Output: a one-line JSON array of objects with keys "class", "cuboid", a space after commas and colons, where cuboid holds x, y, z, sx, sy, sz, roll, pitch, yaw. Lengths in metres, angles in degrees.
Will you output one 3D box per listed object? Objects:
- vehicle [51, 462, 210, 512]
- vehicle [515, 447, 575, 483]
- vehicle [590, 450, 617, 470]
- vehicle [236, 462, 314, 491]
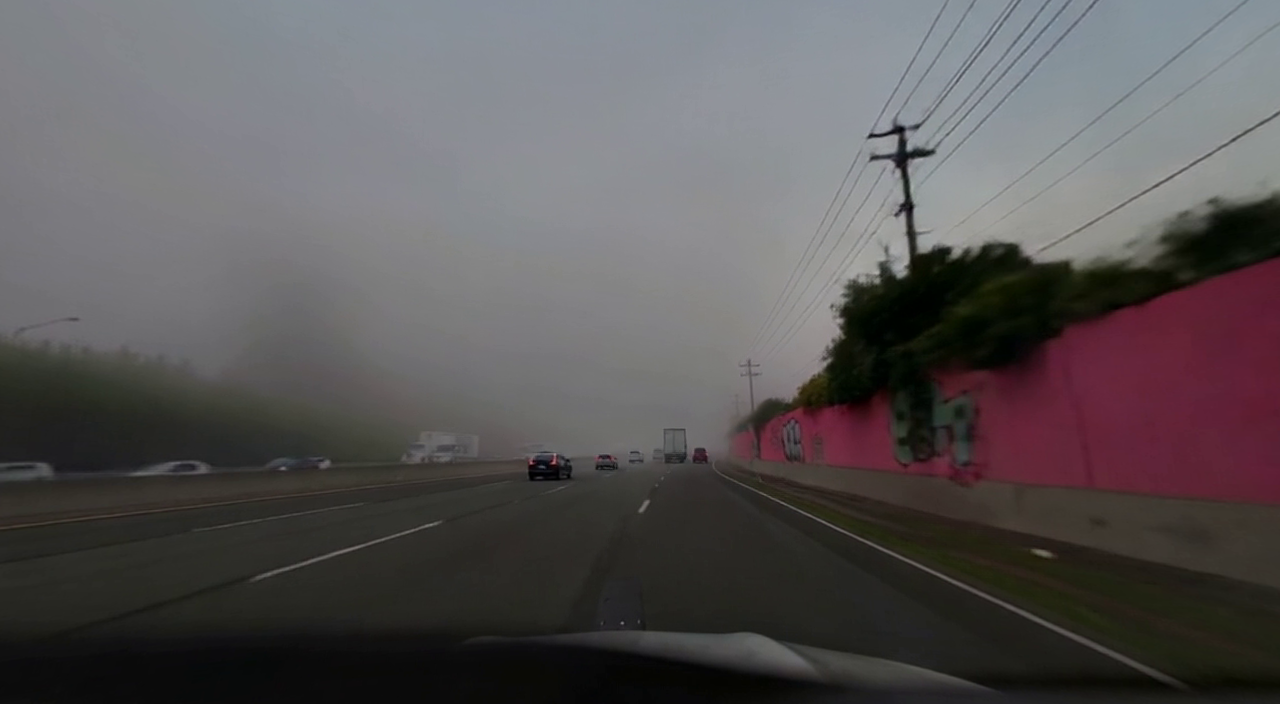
[{"class": "vehicle", "cuboid": [-17.013, 4.498, 21.348, 1.840, 1.431, 4.016, -1, -9, 3]}, {"class": "vehicle", "cuboid": [-4.343, 5.252, 29.497, 1.966, 1.565, 3.766, -1, -9, 4]}, {"class": "vehicle", "cuboid": [-2.821, 8.487, 49.455, 1.708, 1.489, 2.840, -1, -9, 5]}, {"class": "vehicle", "cuboid": [-20.420, 6.952, 35.428, 1.805, 1.424, 3.934, -1, -9, 4]}]
